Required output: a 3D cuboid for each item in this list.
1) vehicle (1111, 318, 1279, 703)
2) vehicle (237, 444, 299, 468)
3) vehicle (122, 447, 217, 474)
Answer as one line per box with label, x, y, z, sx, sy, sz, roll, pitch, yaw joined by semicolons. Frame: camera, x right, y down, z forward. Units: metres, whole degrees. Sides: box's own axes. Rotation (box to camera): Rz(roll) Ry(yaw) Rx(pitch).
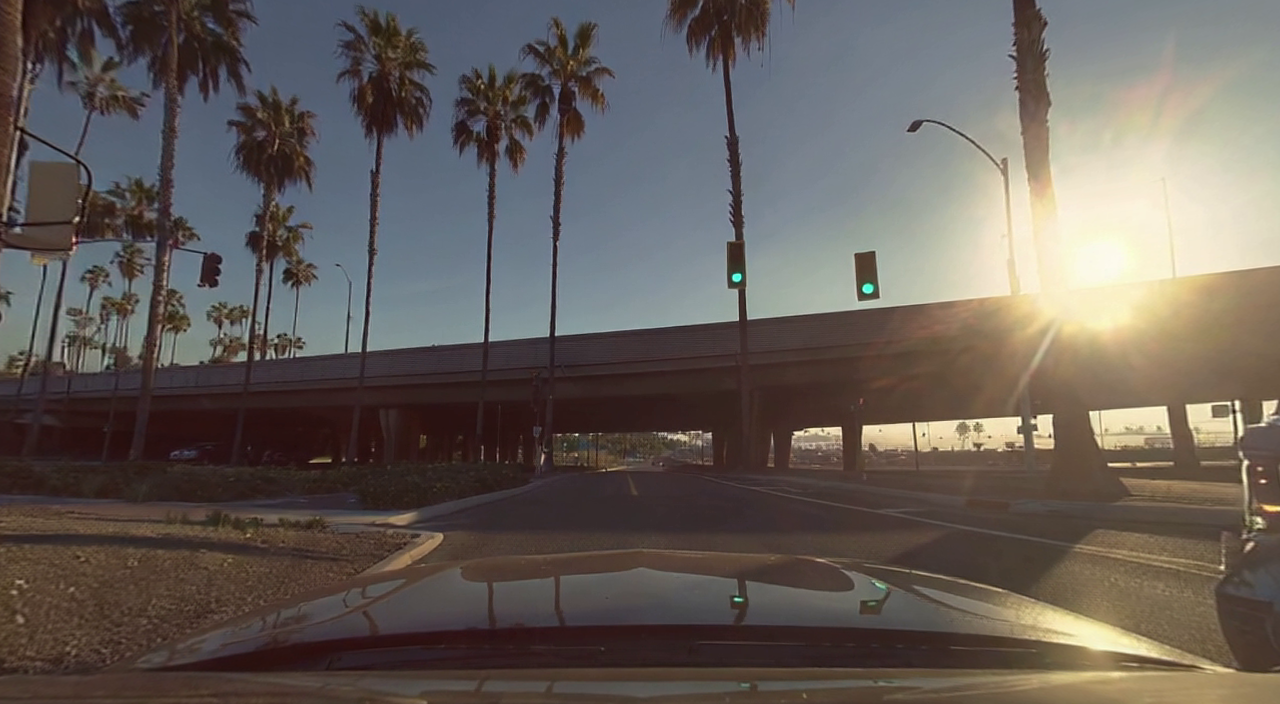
vehicle;3.449;0.522;0.788;2.028;1.770;4.737;0;-9;0
vehicle;-26.271;7.342;44.580;1.941;1.631;4.017;0;-9;0
vehicle;-26.565;6.111;35.754;1.830;1.443;4.551;0;-9;2
